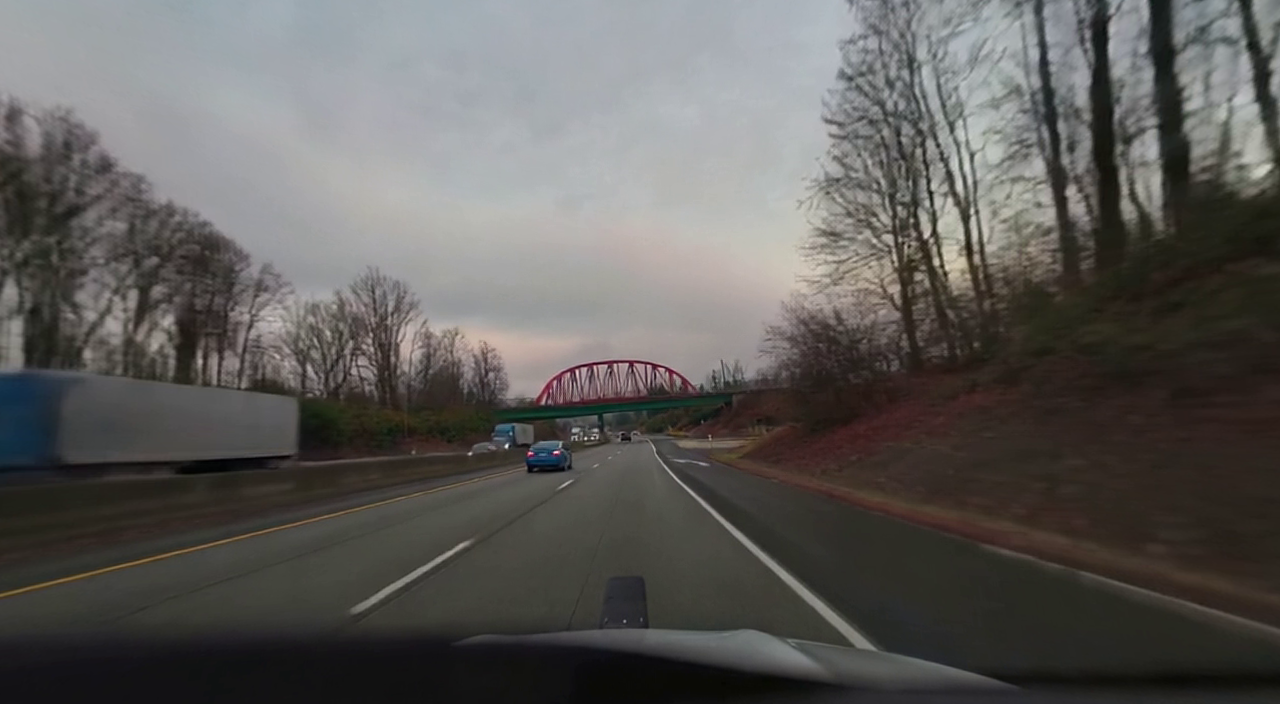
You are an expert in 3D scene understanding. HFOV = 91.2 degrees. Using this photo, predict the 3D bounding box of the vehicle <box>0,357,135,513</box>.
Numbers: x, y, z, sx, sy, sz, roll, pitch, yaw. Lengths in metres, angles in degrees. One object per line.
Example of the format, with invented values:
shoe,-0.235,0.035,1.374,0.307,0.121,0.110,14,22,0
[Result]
vehicle,-18.349,2.277,17.252,3.043,4.057,6.636,0,-8,1

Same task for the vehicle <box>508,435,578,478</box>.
vehicle,-3.766,4.143,25.088,2.052,1.556,4.405,0,-8,1
